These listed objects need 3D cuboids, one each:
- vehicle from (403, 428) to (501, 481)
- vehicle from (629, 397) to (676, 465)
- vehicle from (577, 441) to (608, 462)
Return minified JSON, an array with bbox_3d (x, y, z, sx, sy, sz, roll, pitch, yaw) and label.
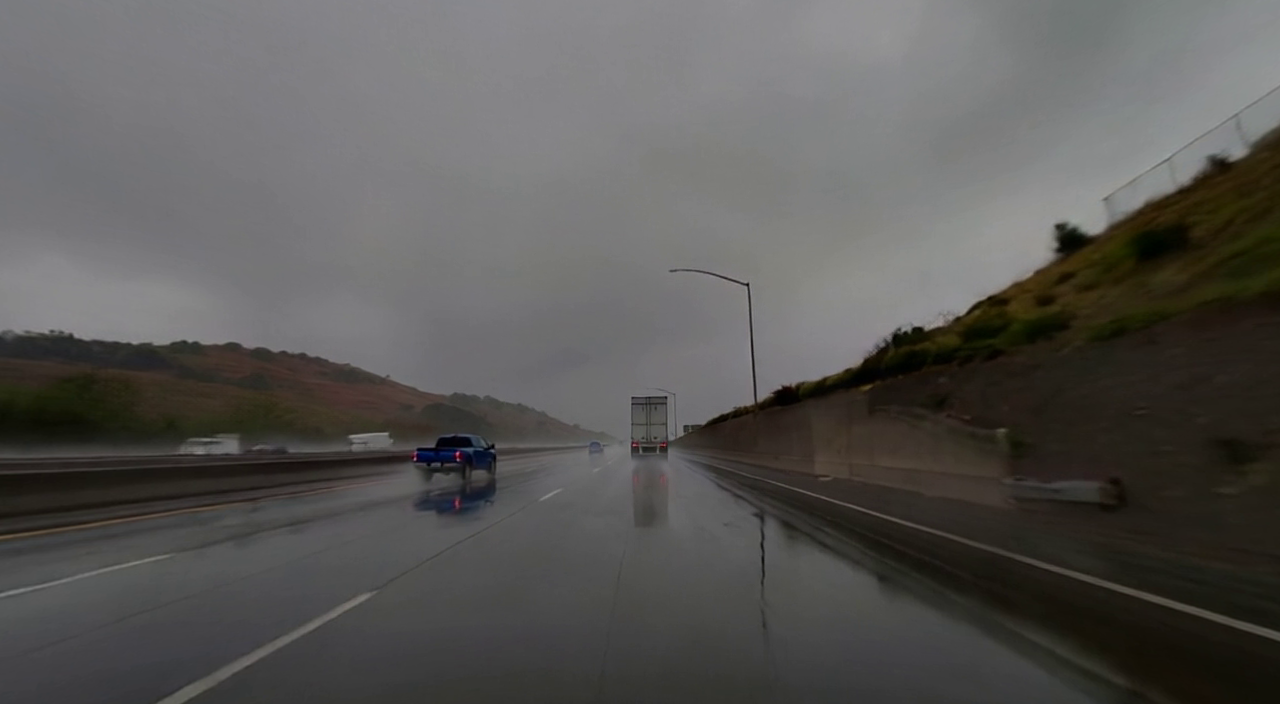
[{"bbox_3d":[-7.182,3.987,24.805,2.113,1.837,5.339,0,-8,1],"label":"vehicle"},{"bbox_3d":[0.947,6.060,47.282,2.951,4.229,15.519,0,-8,1],"label":"vehicle"},{"bbox_3d":[-3.633,7.666,48.761,1.983,1.508,4.060,0,-8,2],"label":"vehicle"}]
